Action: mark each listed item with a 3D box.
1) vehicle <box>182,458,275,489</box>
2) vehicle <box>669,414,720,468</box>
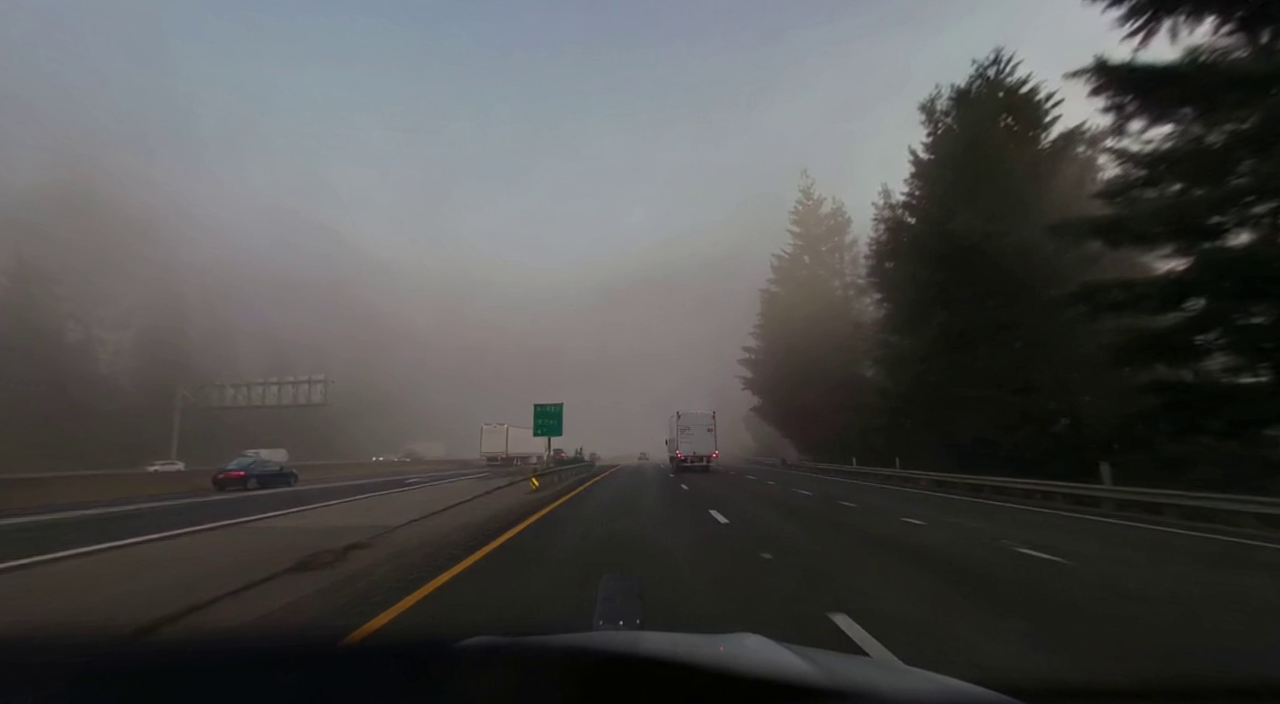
[{"bbox_3d":[-21.195,6.239,32.703,1.833,1.438,4.011,-1,-9,5],"label":"vehicle"},{"bbox_3d":[4.015,7.100,49.474,2.928,3.595,13.975,0,-9,1],"label":"vehicle"}]
